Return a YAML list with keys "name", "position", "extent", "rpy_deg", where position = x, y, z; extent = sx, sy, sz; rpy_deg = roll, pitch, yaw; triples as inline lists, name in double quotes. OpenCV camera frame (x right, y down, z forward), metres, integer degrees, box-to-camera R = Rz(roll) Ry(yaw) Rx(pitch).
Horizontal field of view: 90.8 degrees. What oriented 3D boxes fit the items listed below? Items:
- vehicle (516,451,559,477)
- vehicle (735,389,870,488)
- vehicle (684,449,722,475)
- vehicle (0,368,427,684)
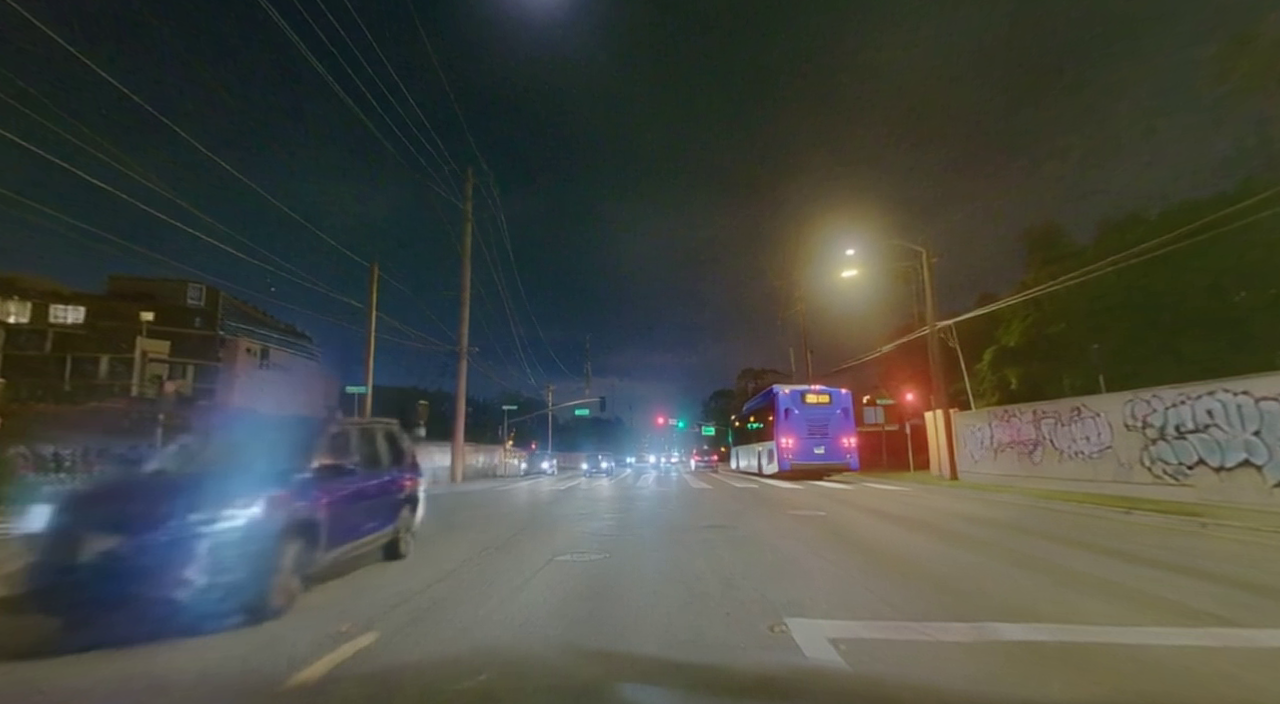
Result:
- name: "vehicle"
  position: [-7.232, 7.951, 44.991]
  extent: [2.011, 1.672, 4.637]
  rpy_deg: [-1, -8, 4]
- name: "vehicle"
  position: [6.635, 3.953, 28.476]
  extent: [3.045, 3.447, 12.604]
  rpy_deg: [0, -8, 2]
- name: "vehicle"
  position: [3.801, 6.721, 38.949]
  extent: [1.961, 1.470, 4.196]
  rpy_deg: [0, -8, 1]
- name: "vehicle"
  position: [-3.736, 1.302, 5.786]
  extent: [2.015, 1.818, 4.061]
  rpy_deg: [-1, -8, 2]
